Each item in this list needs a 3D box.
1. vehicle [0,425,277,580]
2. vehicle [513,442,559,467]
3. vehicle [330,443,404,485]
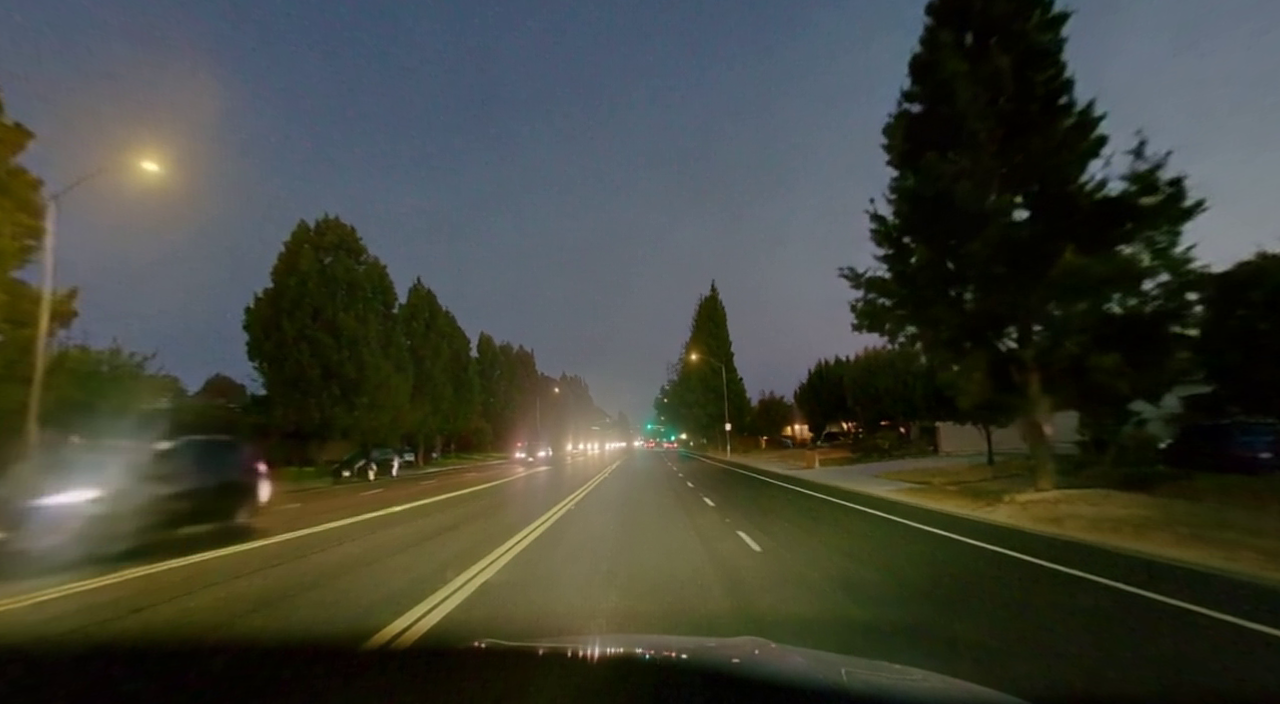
[{"bbox_3d":[-7.338,1.913,8.831,1.943,1.623,4.190,0,-8,1],"label":"vehicle"},{"bbox_3d":[-6.454,6.399,39.628,1.975,1.481,4.318,0,-8,2],"label":"vehicle"},{"bbox_3d":[-14.414,5.892,33.578,2.058,1.779,4.768,-2,-6,-3],"label":"vehicle"}]
